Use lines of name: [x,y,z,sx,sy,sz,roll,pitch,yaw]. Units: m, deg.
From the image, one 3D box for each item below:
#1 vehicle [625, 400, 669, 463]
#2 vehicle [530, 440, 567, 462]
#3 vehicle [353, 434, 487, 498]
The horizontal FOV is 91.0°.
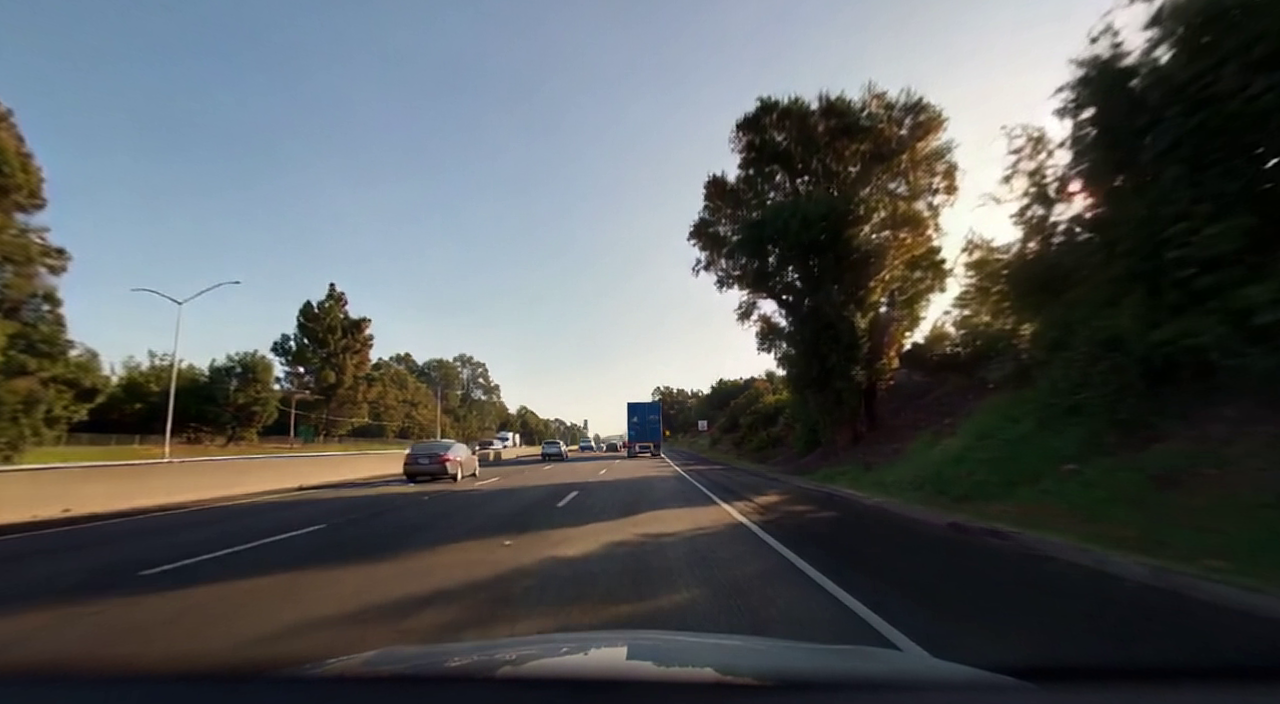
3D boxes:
vehicle: [0.483,6.313,49.120,2.918,4.124,14.567,0,-8,0]
vehicle: [-6.785,7.390,47.236,2.050,1.540,4.766,0,-8,1]
vehicle: [-5.871,3.083,17.530,2.017,1.517,4.766,0,-8,0]
